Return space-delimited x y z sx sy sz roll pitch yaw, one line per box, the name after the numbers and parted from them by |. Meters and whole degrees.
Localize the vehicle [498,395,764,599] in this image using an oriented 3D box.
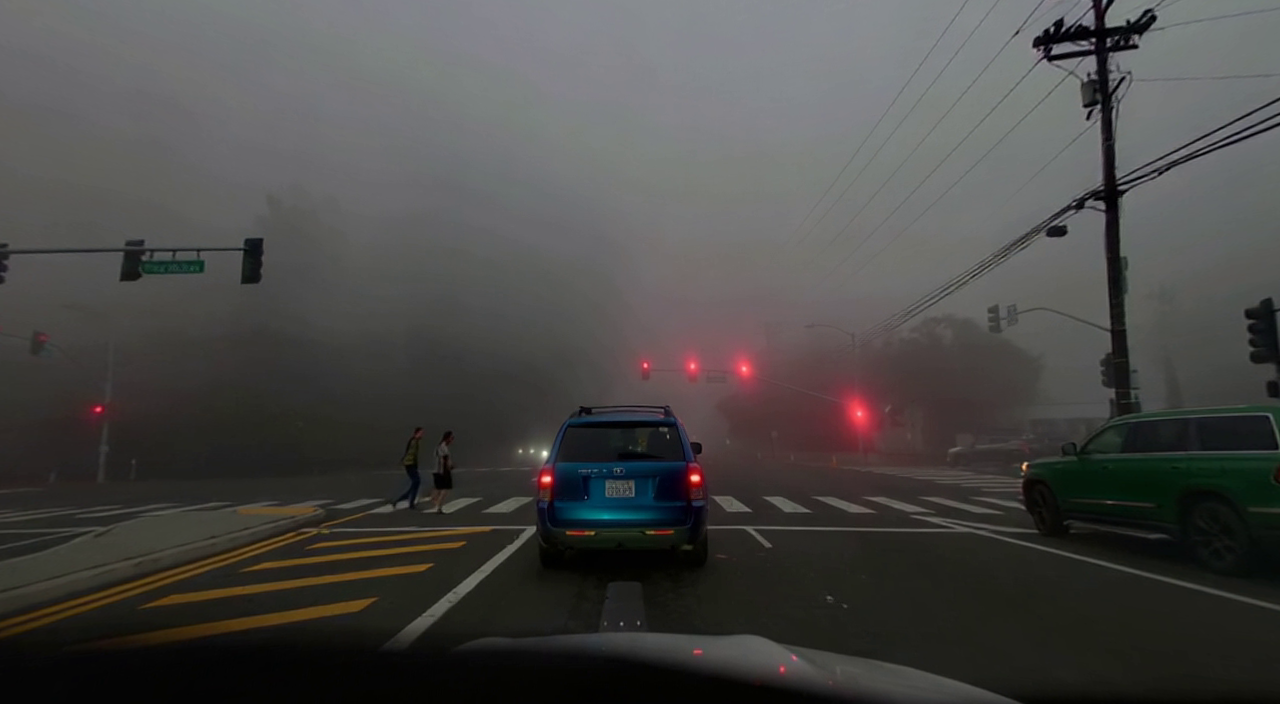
-0.111 1.567 7.642 2.285 1.729 4.252 0 -9 -1 | vehicle

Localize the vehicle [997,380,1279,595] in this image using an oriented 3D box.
6.572 1.433 7.235 2.119 1.827 4.806 0 -9 0 | vehicle
